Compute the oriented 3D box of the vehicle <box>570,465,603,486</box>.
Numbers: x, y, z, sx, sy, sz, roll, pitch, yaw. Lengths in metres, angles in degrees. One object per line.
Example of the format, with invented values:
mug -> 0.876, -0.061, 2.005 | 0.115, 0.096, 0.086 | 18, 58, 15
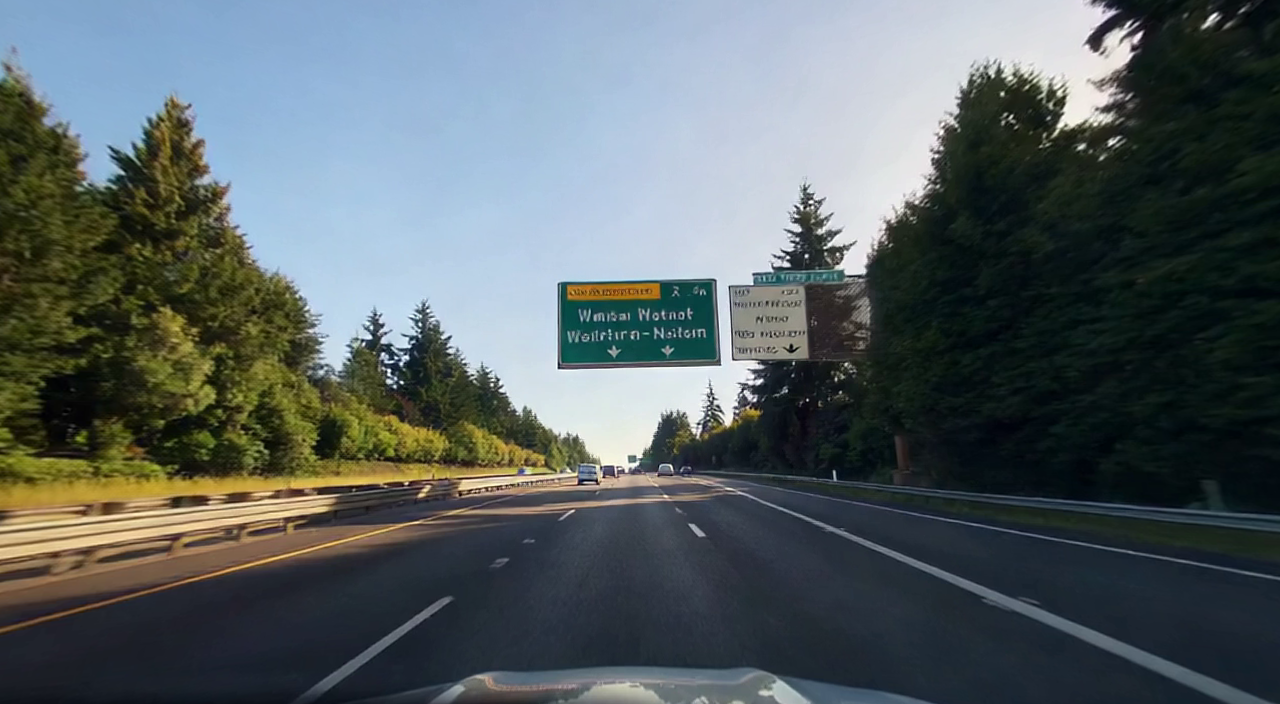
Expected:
vehicle -> -4.034, 9.443, 48.127 | 2.126, 1.488, 4.186 | 1, -11, 0
